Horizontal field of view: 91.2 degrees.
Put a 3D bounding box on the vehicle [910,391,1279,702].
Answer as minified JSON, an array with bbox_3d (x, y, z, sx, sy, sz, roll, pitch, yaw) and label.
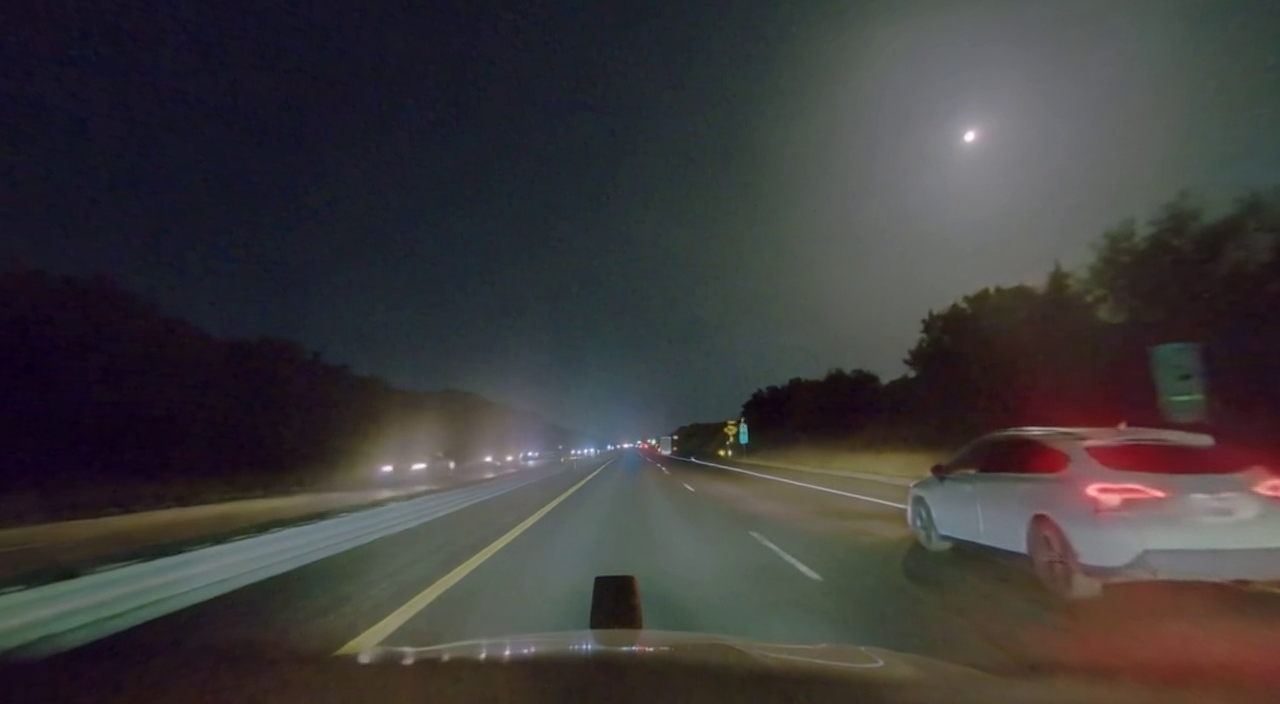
[{"bbox_3d":[4.120,1.277,5.238,2.001,1.555,4.098,-1,-9,2],"label":"vehicle"}]

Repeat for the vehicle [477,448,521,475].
[{"bbox_3d":[-8.840,6.885,39.655,1.932,1.559,4.173,0,-9,-1],"label":"vehicle"}]
